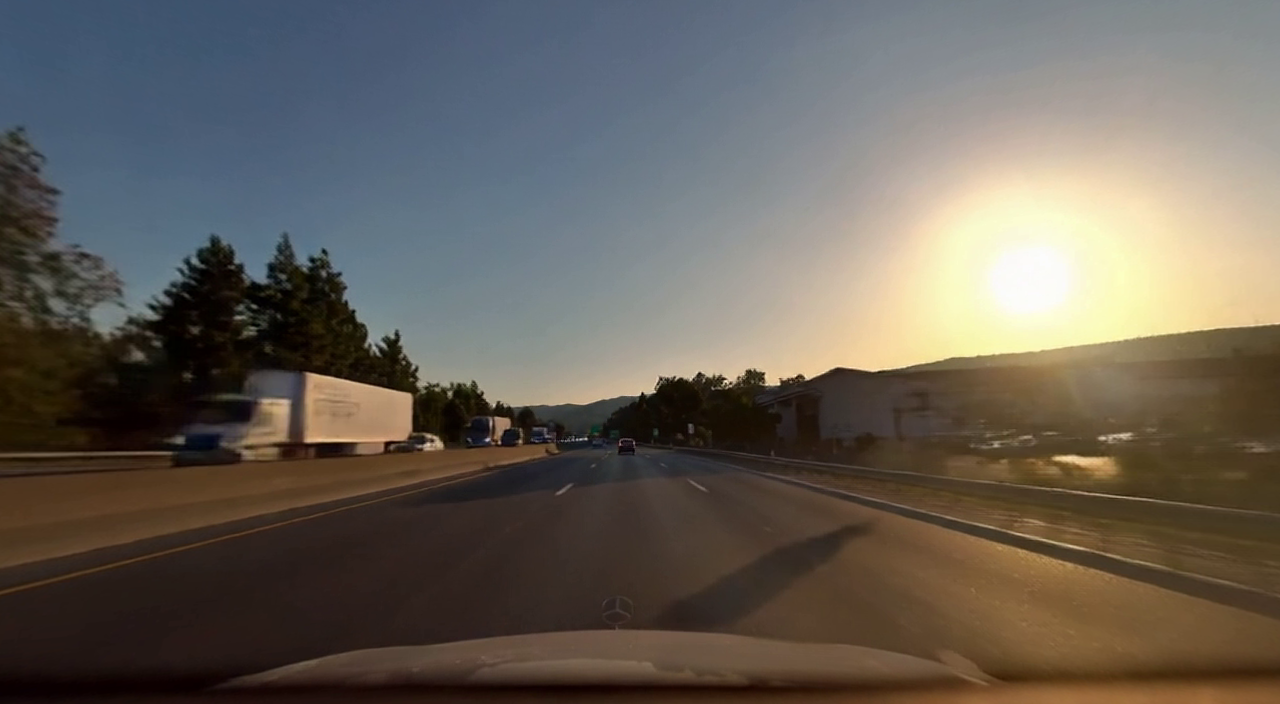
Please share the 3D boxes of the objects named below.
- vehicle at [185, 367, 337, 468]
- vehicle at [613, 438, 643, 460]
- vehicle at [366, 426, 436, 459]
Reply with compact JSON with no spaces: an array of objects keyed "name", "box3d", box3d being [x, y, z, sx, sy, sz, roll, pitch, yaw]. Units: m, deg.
[{"name":"vehicle","box3d":[-16.507,3.006,28.051,2.933,3.972,6.123,0,-8,-2]},{"name":"vehicle","box3d":[-0.924,7.185,46.763,2.099,1.504,3.843,0,-8,-2]},{"name":"vehicle","box3d":[-12.696,4.845,33.764,2.070,1.630,4.500,0,-8,-1]}]
